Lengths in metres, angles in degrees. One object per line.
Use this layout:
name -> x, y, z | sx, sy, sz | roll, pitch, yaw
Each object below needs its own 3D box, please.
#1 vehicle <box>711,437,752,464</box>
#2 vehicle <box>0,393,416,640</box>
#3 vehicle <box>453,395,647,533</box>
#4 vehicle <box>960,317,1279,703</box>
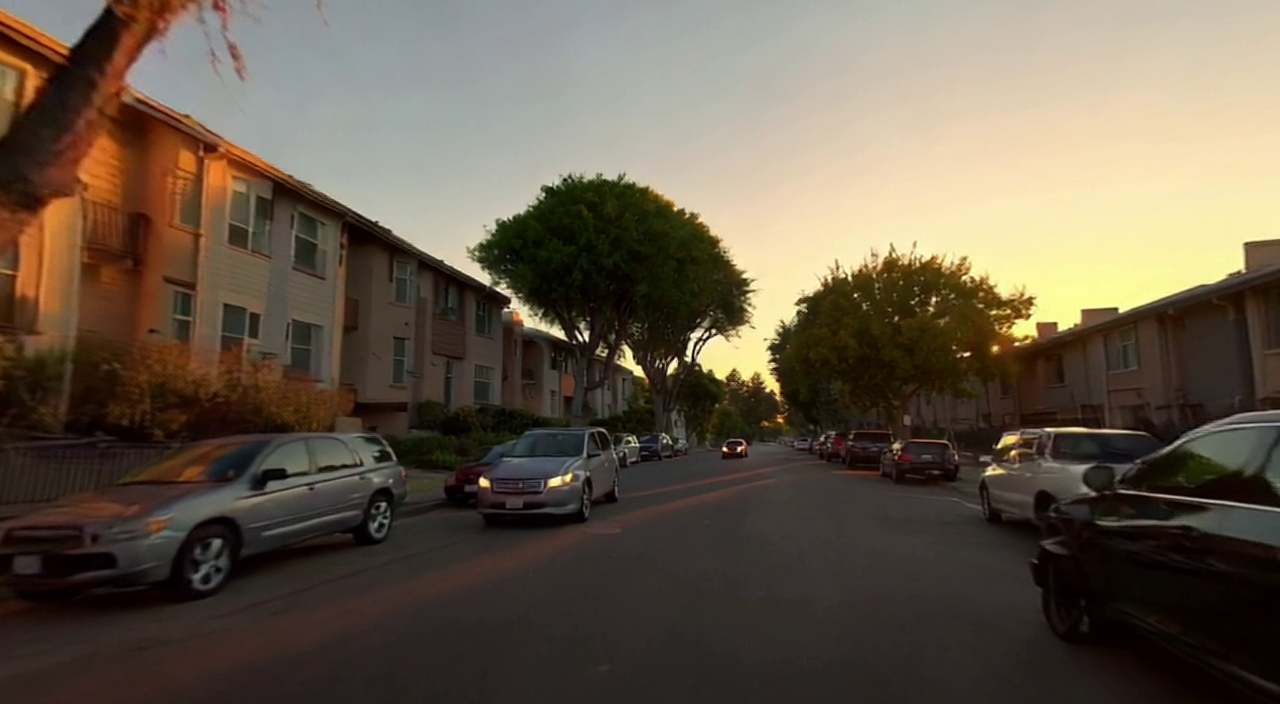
vehicle -> 5.422, 5.794, 37.059 | 1.971, 1.476, 4.593 | -2, -9, 13
vehicle -> -4.613, 1.543, 7.040 | 2.002, 1.774, 4.568 | -2, -8, 8
vehicle -> -1.383, 2.068, 12.166 | 2.197, 2.047, 4.985 | -2, -8, 10
vehicle -> 3.202, 0.801, 2.388 | 2.055, 1.717, 5.172 | -2, -8, 10
